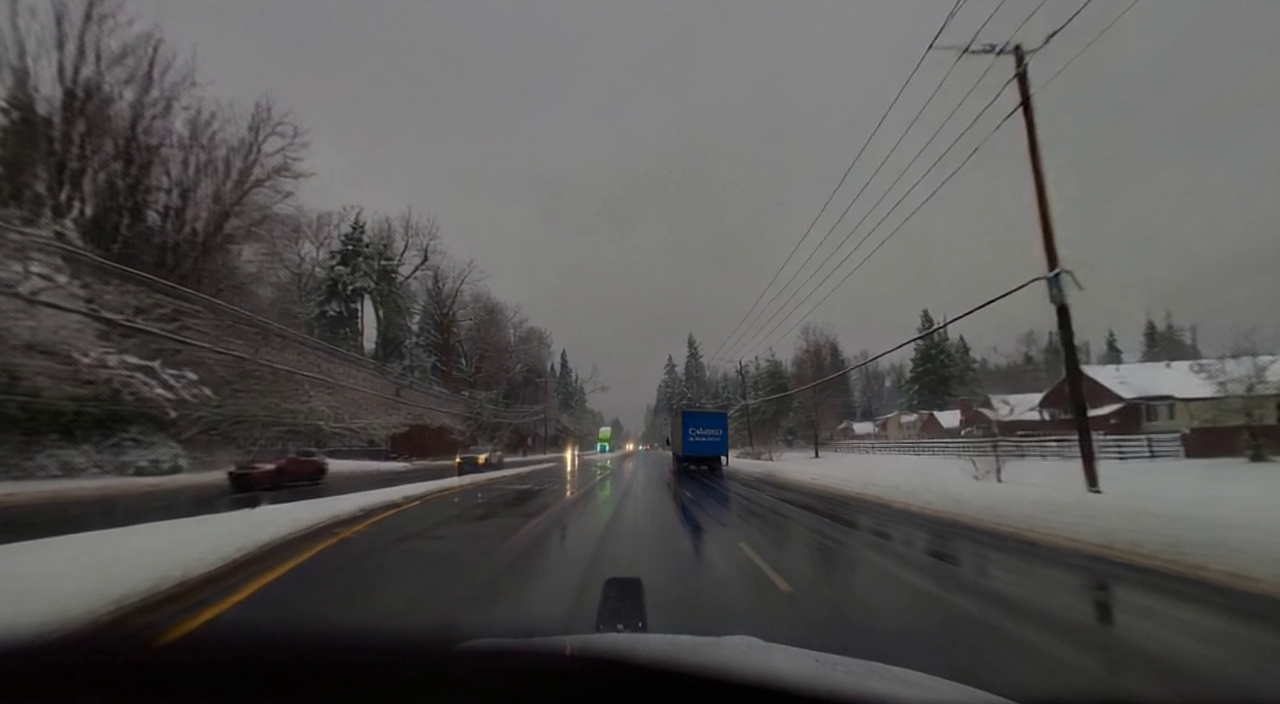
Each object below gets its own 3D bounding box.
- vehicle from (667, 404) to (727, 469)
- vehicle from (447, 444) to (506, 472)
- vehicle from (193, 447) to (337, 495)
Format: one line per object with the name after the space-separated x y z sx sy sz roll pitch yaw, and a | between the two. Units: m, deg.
3.632 5.725 42.273 2.973 3.848 9.336 0 -8 -1 | vehicle
-8.981 5.867 34.936 2.011 1.460 4.420 0 -8 1 | vehicle
-11.951 3.773 20.392 1.973 1.368 4.253 0 -8 1 | vehicle
